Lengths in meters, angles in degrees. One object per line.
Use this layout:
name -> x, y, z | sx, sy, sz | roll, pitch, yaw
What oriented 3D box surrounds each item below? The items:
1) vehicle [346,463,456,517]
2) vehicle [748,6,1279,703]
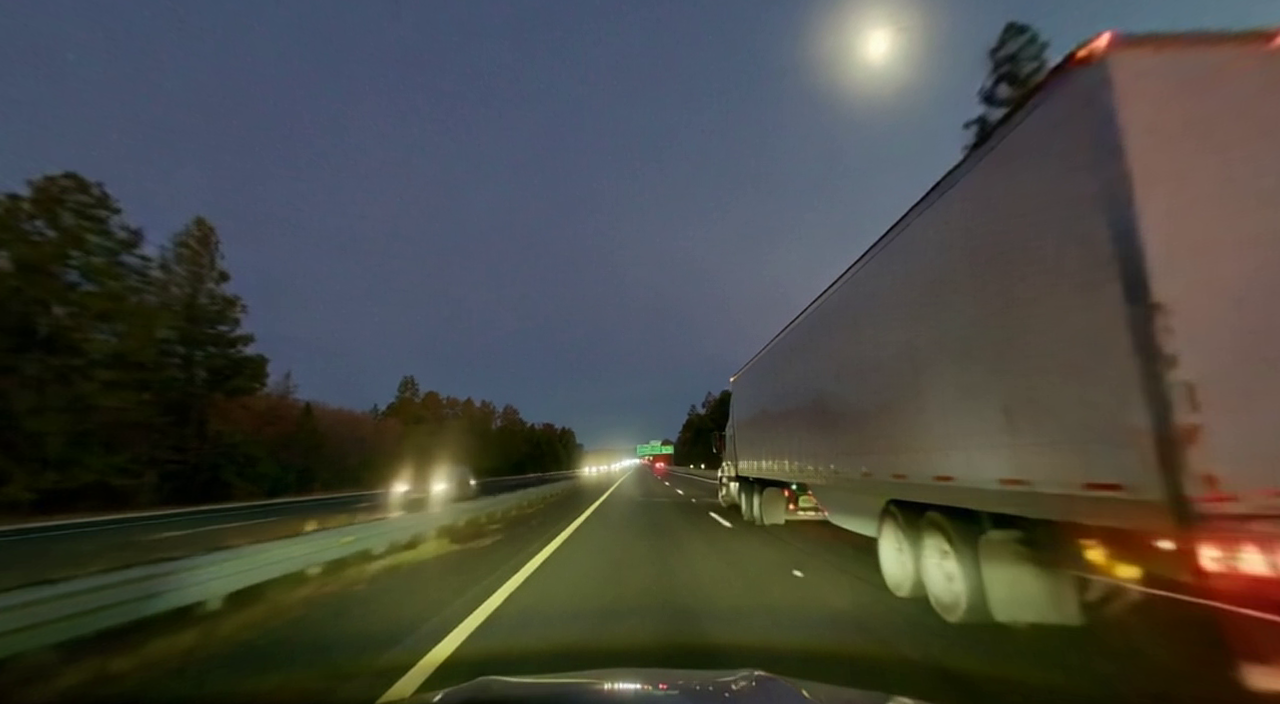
vehicle -> -7.301, 4.253, 19.775 | 1.805, 1.474, 4.168 | 1, -10, 0
vehicle -> 4.618, 1.160, 9.986 | 3.204, 4.102, 13.306 | 1, -10, -1
